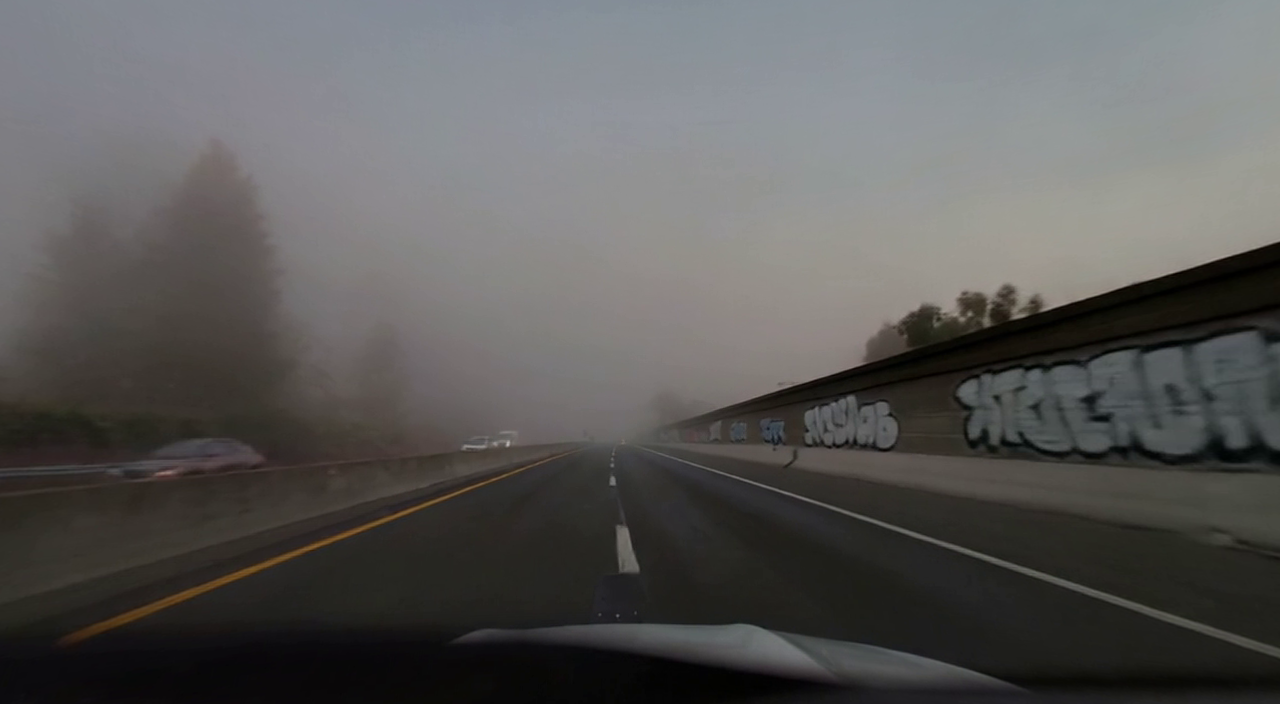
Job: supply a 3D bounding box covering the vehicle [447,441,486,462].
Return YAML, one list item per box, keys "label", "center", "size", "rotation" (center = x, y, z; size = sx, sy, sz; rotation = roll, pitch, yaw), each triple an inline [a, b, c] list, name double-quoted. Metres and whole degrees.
- label: "vehicle"
  center: [-12.837, 7.353, 46.811]
  size: [1.843, 1.466, 4.582]
  rotation: [0, -8, -3]
